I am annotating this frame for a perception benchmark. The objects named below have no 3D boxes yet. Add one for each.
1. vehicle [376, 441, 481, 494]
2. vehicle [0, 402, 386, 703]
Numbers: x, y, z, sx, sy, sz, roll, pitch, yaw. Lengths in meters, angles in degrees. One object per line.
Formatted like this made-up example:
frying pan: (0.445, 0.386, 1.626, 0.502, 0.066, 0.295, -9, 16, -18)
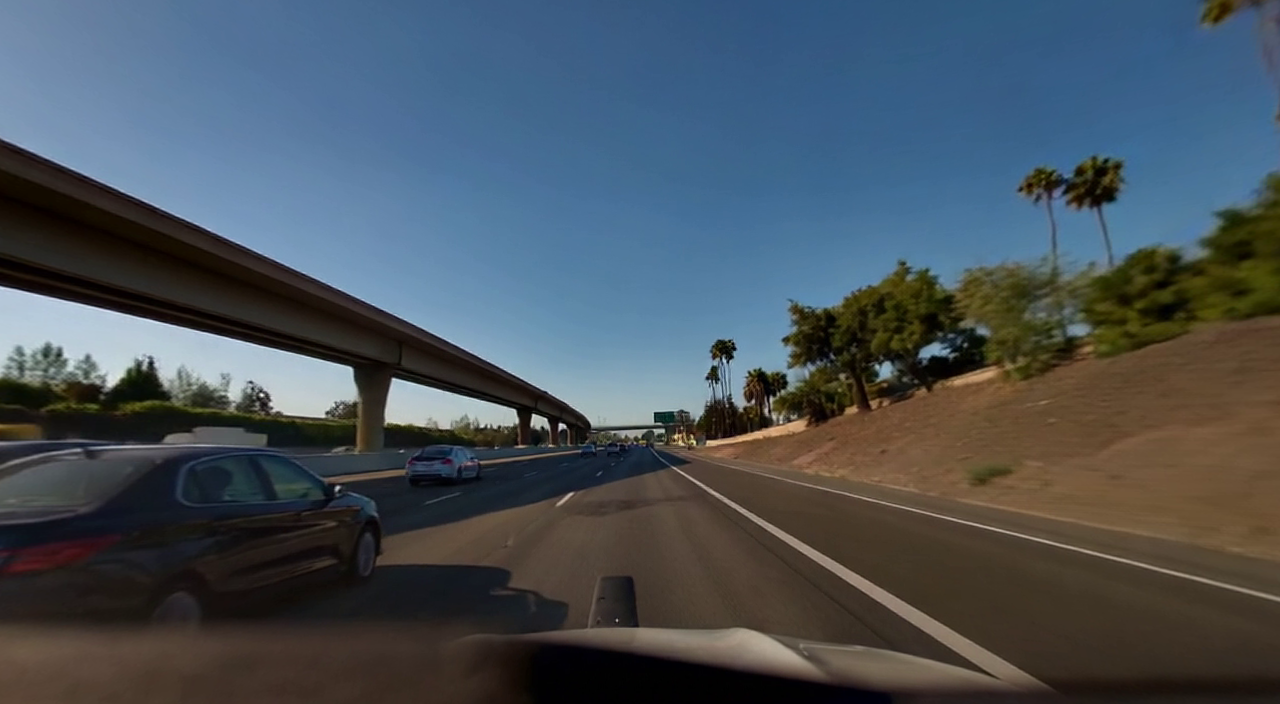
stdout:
vehicle: (-6.672, 3.659, 20.457, 1.914, 1.503, 4.268, 0, -9, 0)
vehicle: (-3.364, 1.118, 3.481, 1.978, 1.499, 4.695, 0, -9, 0)
